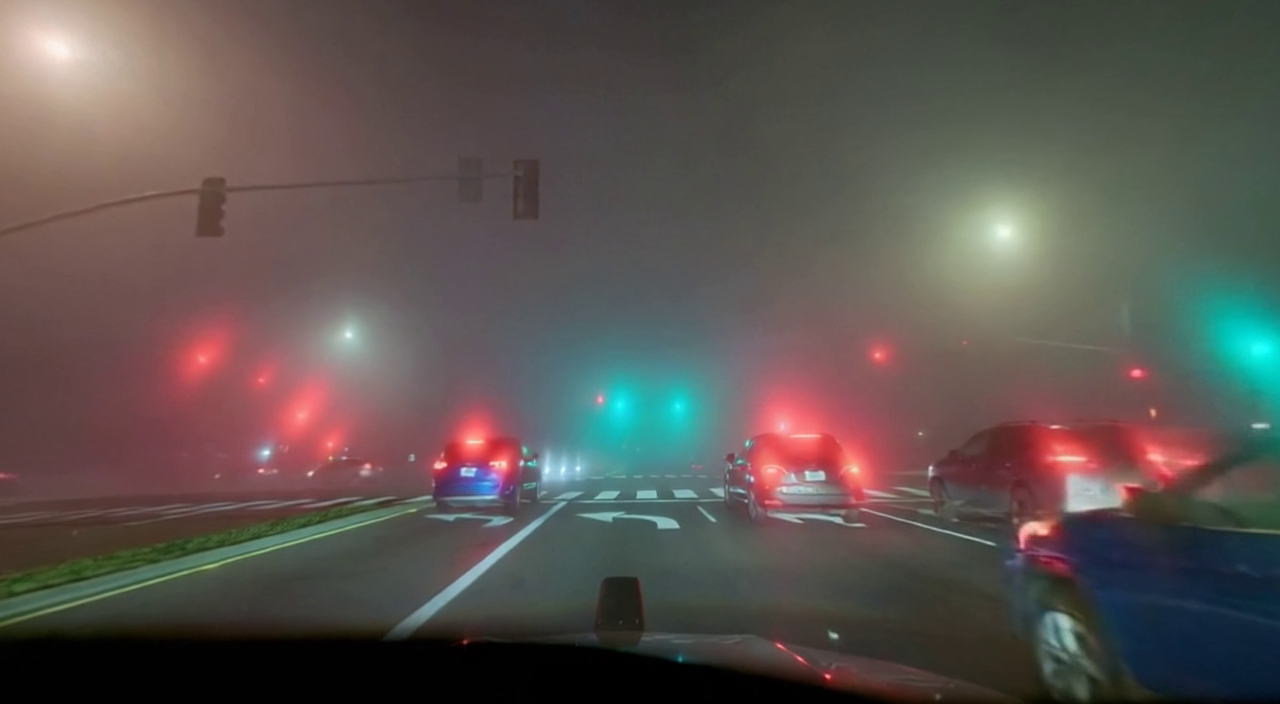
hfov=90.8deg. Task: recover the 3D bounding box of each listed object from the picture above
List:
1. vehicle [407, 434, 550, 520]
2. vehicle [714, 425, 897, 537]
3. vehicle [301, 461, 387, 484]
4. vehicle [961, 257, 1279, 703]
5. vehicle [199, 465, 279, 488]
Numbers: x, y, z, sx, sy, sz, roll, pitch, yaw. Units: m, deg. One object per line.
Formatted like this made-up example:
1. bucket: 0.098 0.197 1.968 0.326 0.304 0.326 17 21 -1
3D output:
1. vehicle: -3.170 2.532 13.265 1.969 1.513 3.773 0 -8 1
2. vehicle: 2.775 2.281 11.849 2.099 1.671 4.491 0 -8 -2
3. vehicle: -20.043 8.171 42.918 4.825 1.483 1.817 0 -9 -3
4. vehicle: 2.893 0.492 0.891 2.247 1.738 4.818 0 -8 -1
5. vehicle: -28.855 8.961 45.549 4.461 1.469 1.788 0 -8 -2
